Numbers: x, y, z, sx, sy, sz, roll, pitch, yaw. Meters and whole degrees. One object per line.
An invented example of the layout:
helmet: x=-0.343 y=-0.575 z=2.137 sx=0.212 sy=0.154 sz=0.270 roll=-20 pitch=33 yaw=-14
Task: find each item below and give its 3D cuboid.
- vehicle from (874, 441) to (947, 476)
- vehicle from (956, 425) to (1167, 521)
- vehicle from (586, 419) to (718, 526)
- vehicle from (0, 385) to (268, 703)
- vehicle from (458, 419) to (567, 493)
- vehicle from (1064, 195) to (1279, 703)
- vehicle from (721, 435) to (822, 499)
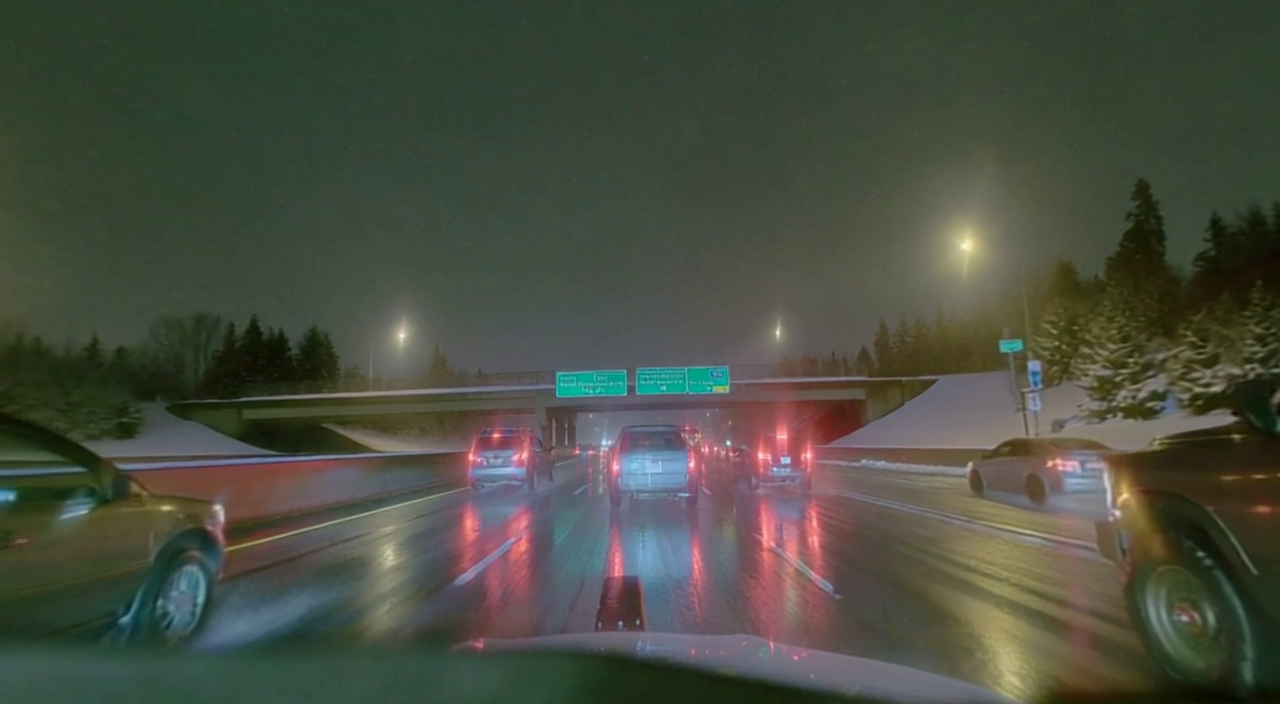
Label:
vehicle: x=14.445 y=5.694 z=33.948 sx=2.085 sy=1.754 sz=4.466 roll=0 pitch=-9 yaw=2
vehicle: x=9.109 y=2.633 z=14.165 sx=1.977 sy=1.795 sz=4.208 roll=0 pitch=-9 yaw=4
vehicle: x=0.237 y=2.328 z=12.633 sx=2.181 sy=1.756 sz=4.167 roll=0 pitch=-9 yaw=1
vehicle: x=-3.705 y=0.837 z=2.053 sx=2.014 sy=1.579 sz=4.761 roll=0 pitch=-9 yaw=1
vehicle: x=-3.994 y=3.434 z=21.092 sx=2.212 sy=2.101 sz=6.052 roll=0 pitch=-9 yaw=1
vehicle: x=3.551 y=0.306 z=0.810 sx=2.300 sy=2.242 sz=5.327 roll=0 pitch=-9 yaw=1
vehicle: x=3.723 y=3.360 z=18.764 sx=2.022 sy=1.633 sz=4.651 roll=0 pitch=-9 yaw=0
